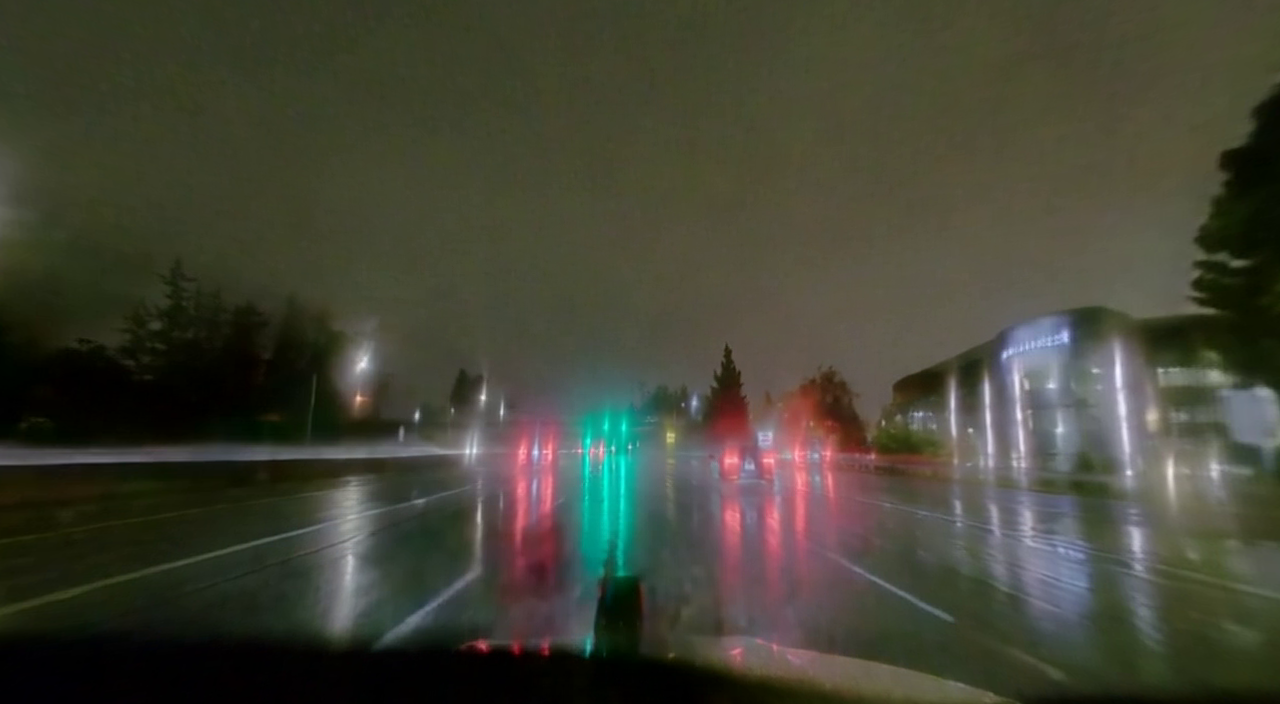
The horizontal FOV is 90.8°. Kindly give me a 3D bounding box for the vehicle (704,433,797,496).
[{"bbox_3d":[3.218,3.372,19.336,1.997,1.686,4.247,0,-8,-1],"label":"vehicle"}]

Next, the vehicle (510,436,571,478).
[{"bbox_3d":[-4.590,4.922,29.900,2.176,1.779,4.755,0,-8,0],"label":"vehicle"}]
